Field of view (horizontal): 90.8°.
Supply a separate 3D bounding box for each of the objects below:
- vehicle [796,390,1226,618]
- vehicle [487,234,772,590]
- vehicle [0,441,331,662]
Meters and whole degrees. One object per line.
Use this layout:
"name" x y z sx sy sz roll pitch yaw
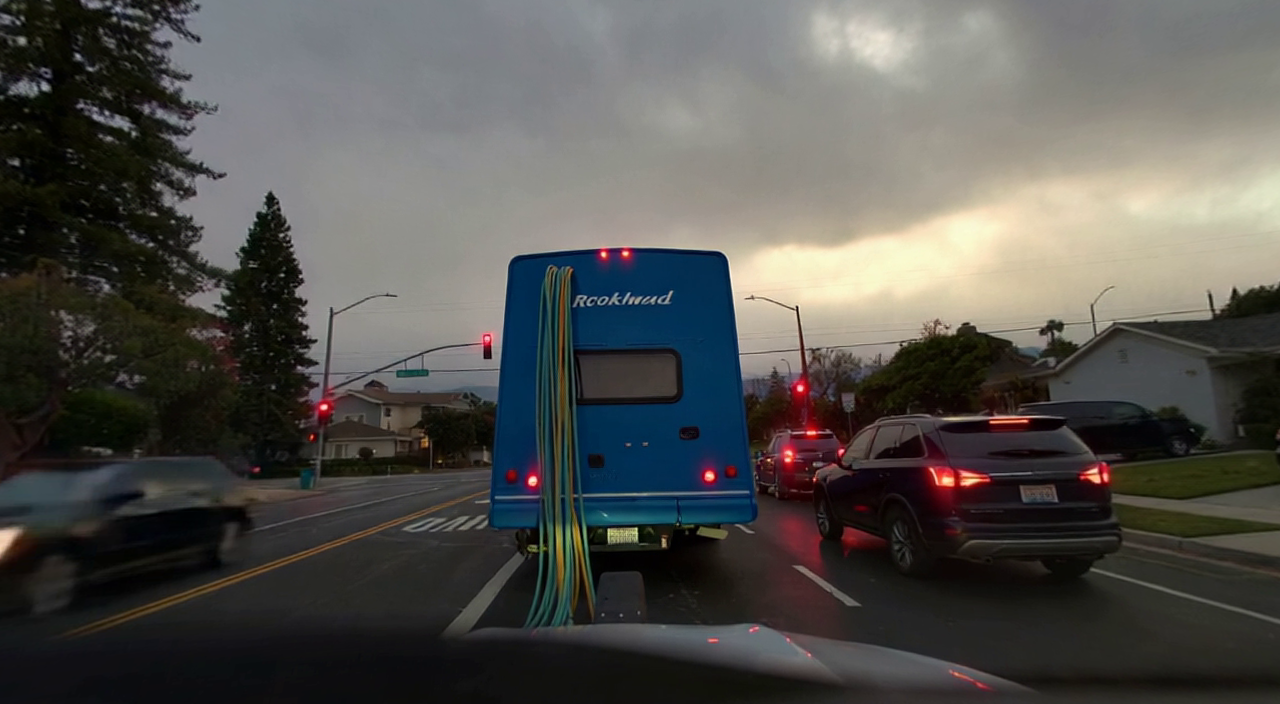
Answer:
"vehicle" 3.410 1.494 7.134 2.104 1.735 4.408 0 -9 0
"vehicle" -0.106 1.131 10.318 2.709 3.511 8.213 0 -9 0
"vehicle" -5.376 1.714 6.625 1.979 1.483 4.668 0 -9 -1
